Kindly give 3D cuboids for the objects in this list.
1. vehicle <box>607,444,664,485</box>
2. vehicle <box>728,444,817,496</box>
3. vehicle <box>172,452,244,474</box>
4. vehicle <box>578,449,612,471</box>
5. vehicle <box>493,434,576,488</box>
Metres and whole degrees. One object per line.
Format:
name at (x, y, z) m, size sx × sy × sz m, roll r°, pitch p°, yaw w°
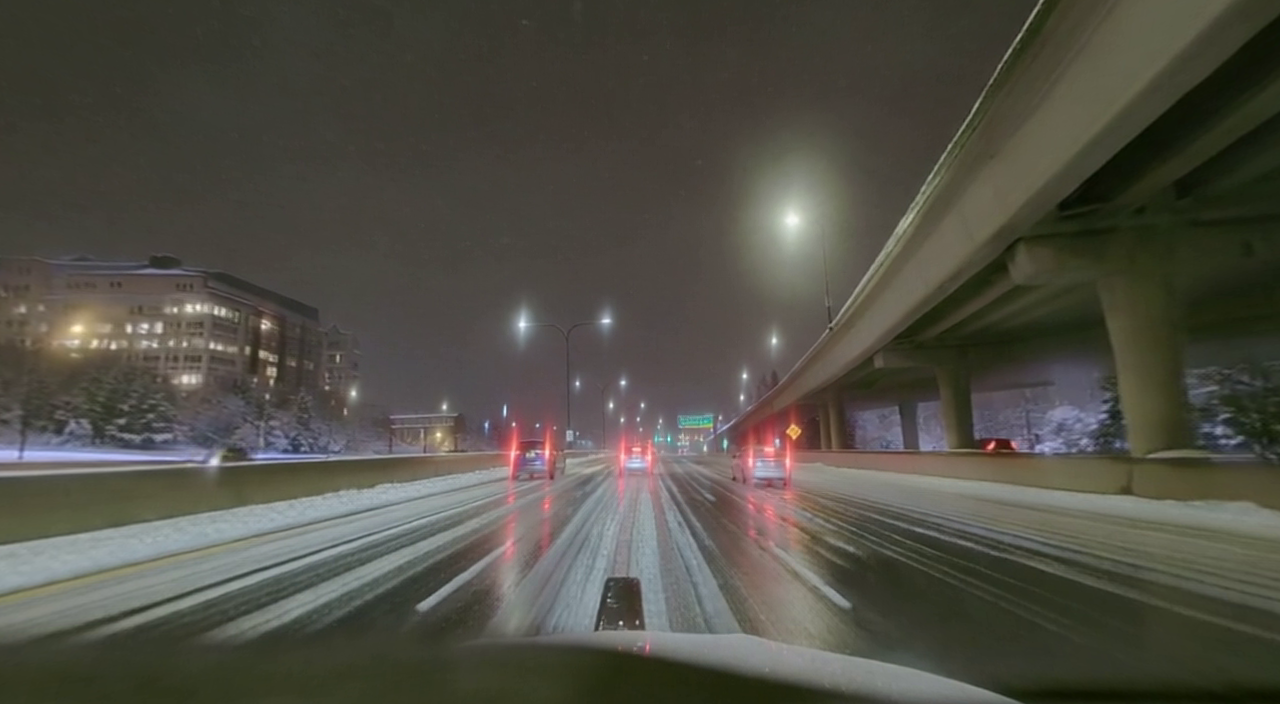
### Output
vehicle at (-0.131, 4.479, 25.399) m, size 2.089 × 1.493 × 3.964 m, roll 0°, pitch -9°, yaw 1°
vehicle at (4.128, 3.735, 20.371) m, size 1.974 × 1.490 × 3.994 m, roll 0°, pitch -9°, yaw -1°
vehicle at (-32.503, 8.345, 47.541) m, size 1.808 × 1.518 × 4.830 m, roll -2°, pitch -9°, yaw 3°
vehicle at (-3.152, 7.637, 44.704) m, size 1.868 × 1.431 × 4.055 m, roll 0°, pitch -9°, yaw 3°
vehicle at (-3.841, 4.076, 23.859) m, size 2.142 × 1.819 × 4.648 m, roll 0°, pitch -9°, yaw 3°
